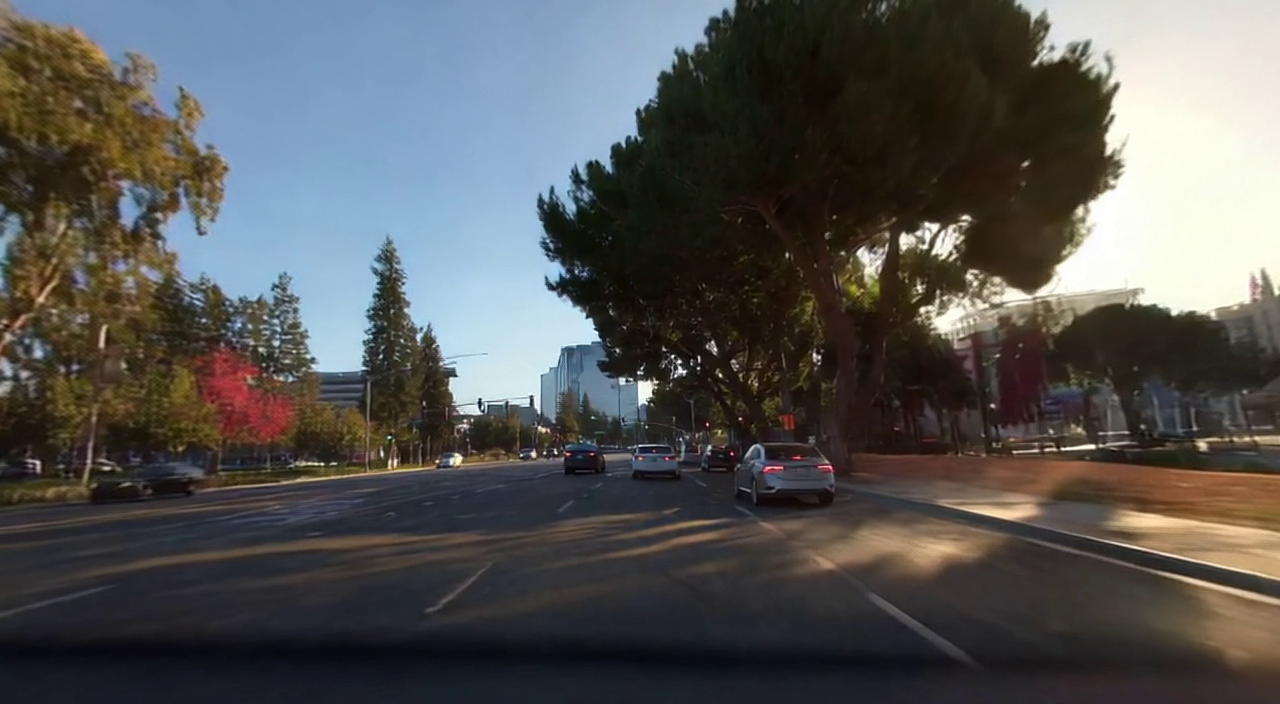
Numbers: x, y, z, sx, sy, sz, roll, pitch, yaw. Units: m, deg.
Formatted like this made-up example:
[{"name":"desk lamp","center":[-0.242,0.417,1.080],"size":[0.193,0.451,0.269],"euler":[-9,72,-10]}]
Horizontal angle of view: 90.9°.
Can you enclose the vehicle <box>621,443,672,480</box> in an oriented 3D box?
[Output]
[{"name":"vehicle","center":[0.298,4.550,26.446],"size":[1.971,1.433,3.923],"euler":[0,-8,1]}]

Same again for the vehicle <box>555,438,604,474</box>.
[{"name":"vehicle","center":[-3.084,5.418,32.942],"size":[2.023,1.720,4.452],"euler":[-1,-8,2]}]

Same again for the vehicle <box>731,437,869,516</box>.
[{"name":"vehicle","center":[3.344,2.682,14.145],"size":[1.948,1.474,4.360],"euler":[0,-8,0]}]

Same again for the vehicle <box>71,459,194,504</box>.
[{"name":"vehicle","center":[-22.792,5.781,28.588],"size":[1.898,1.743,4.365],"euler":[0,-8,0]}]

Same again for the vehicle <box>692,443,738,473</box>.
[{"name":"vehicle","center":[3.919,5.613,33.665],"size":[1.913,1.463,4.198],"euler":[0,-8,-1]}]
